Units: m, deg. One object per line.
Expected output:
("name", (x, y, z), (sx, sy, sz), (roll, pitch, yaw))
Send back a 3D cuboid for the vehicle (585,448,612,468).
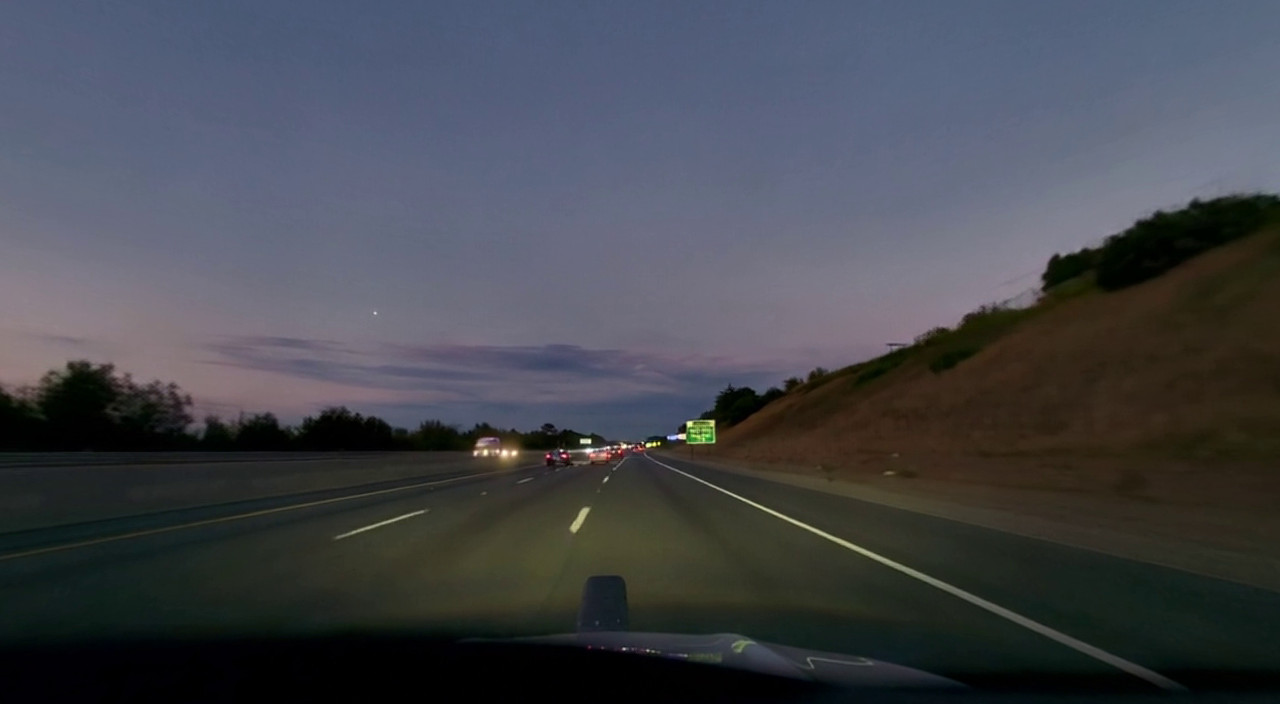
("vehicle", (-3.145, 8.079, 47.935), (1.895, 1.482, 3.852), (0, -9, -1))
